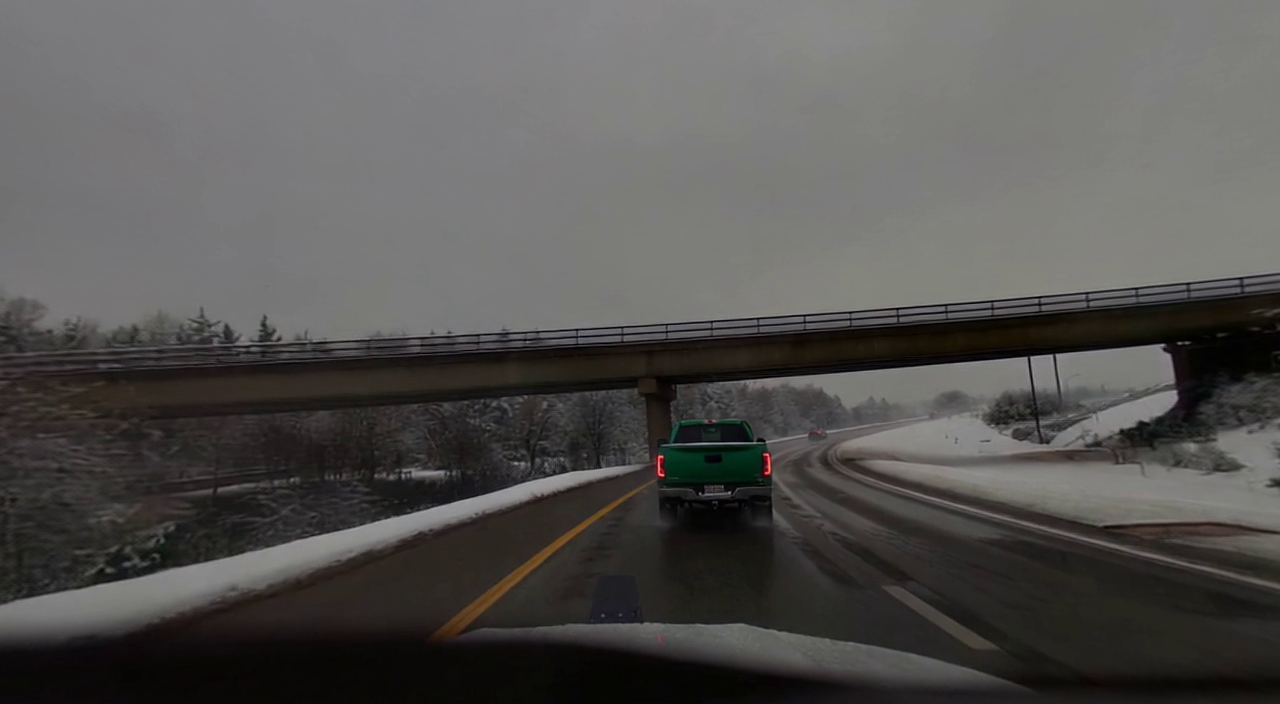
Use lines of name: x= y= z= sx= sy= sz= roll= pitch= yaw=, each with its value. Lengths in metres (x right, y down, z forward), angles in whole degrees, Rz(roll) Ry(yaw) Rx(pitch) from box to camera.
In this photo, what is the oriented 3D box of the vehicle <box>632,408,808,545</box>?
vehicle: x=1.226 y=1.919 z=10.315 sx=2.235 sy=1.716 sz=4.435 roll=-1 pitch=-9 yaw=6
